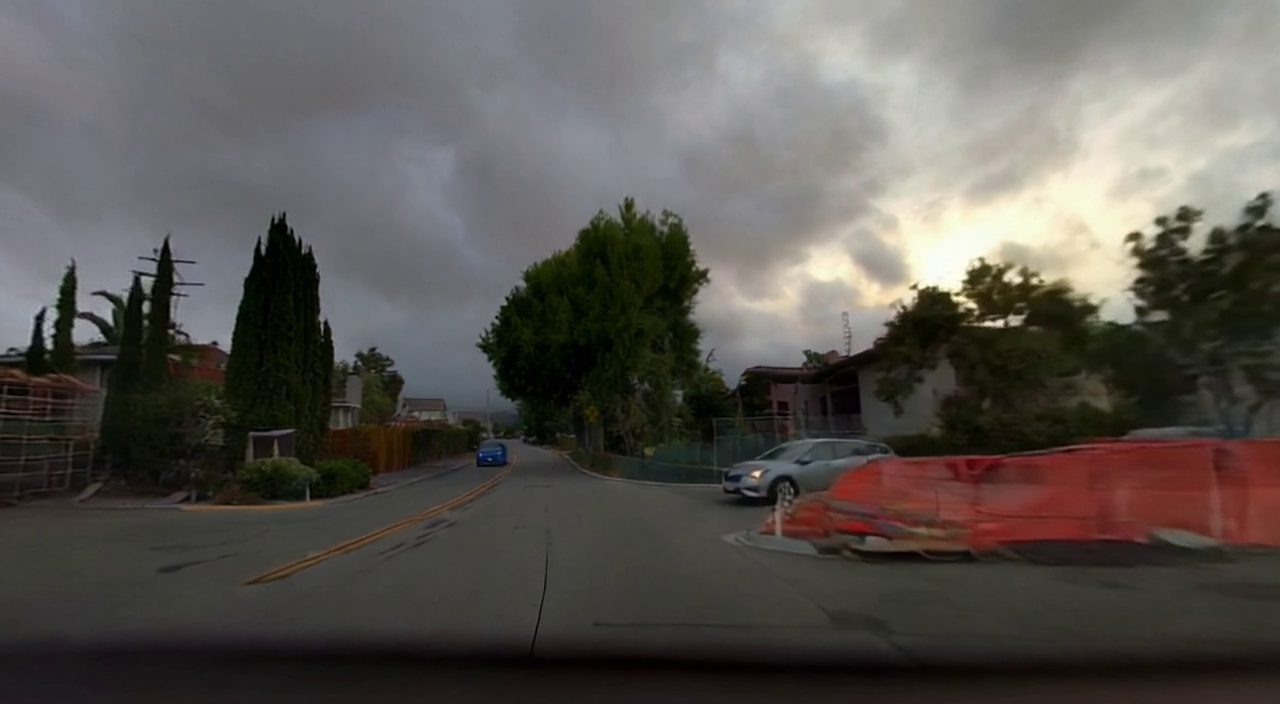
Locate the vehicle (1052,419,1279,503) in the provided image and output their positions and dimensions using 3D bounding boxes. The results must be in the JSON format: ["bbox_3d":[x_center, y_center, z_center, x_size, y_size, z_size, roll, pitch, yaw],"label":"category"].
[{"bbox_3d":[11.440,2.225,12.949,4.378,1.543,2.080,-2,-9,8],"label":"vehicle"}]

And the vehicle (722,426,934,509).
[{"bbox_3d":[3.796,2.413,13.267,3.772,1.531,1.949,-1,-9,-2],"label":"vehicle"}]

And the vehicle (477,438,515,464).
[{"bbox_3d":[-9.584,6.659,42.303,2.036,1.657,4.391,0,-9,-7],"label":"vehicle"}]
